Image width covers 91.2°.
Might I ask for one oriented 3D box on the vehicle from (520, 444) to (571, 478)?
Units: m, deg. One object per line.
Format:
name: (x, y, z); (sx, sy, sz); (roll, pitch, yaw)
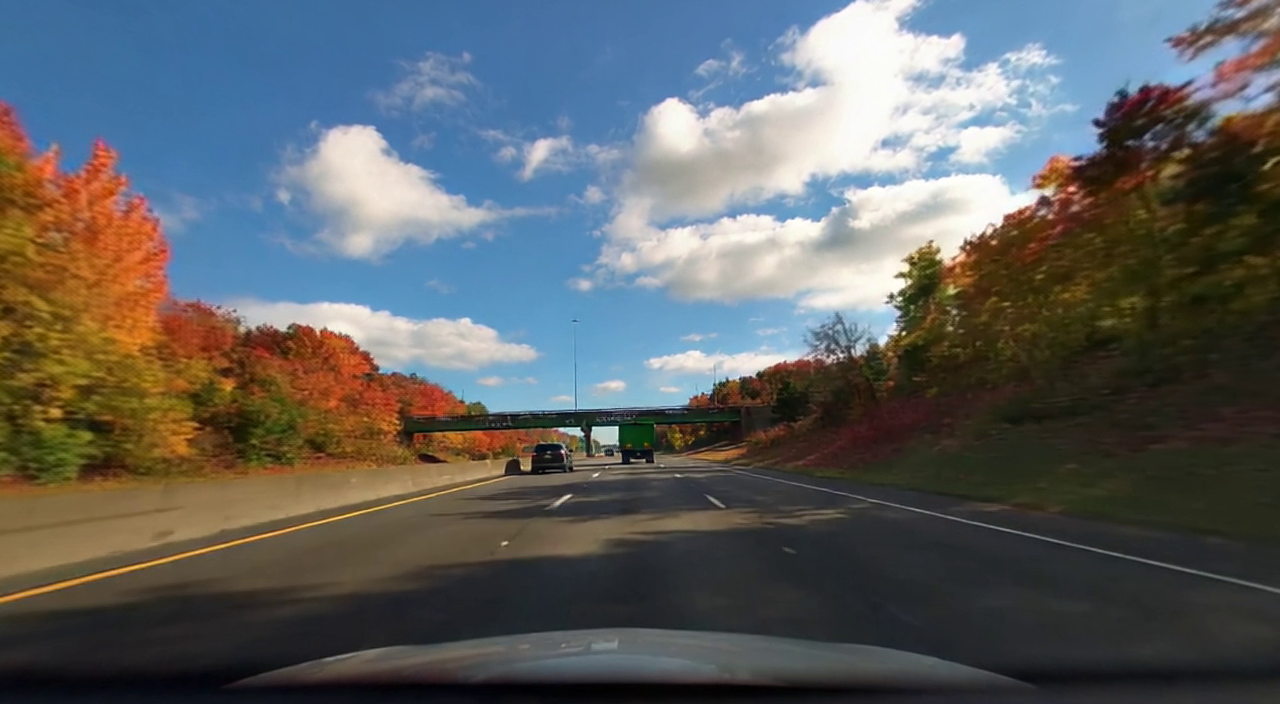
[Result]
vehicle: (-4.423, 5.160, 29.932); (1.892, 1.529, 3.996); (0, -9, -1)
